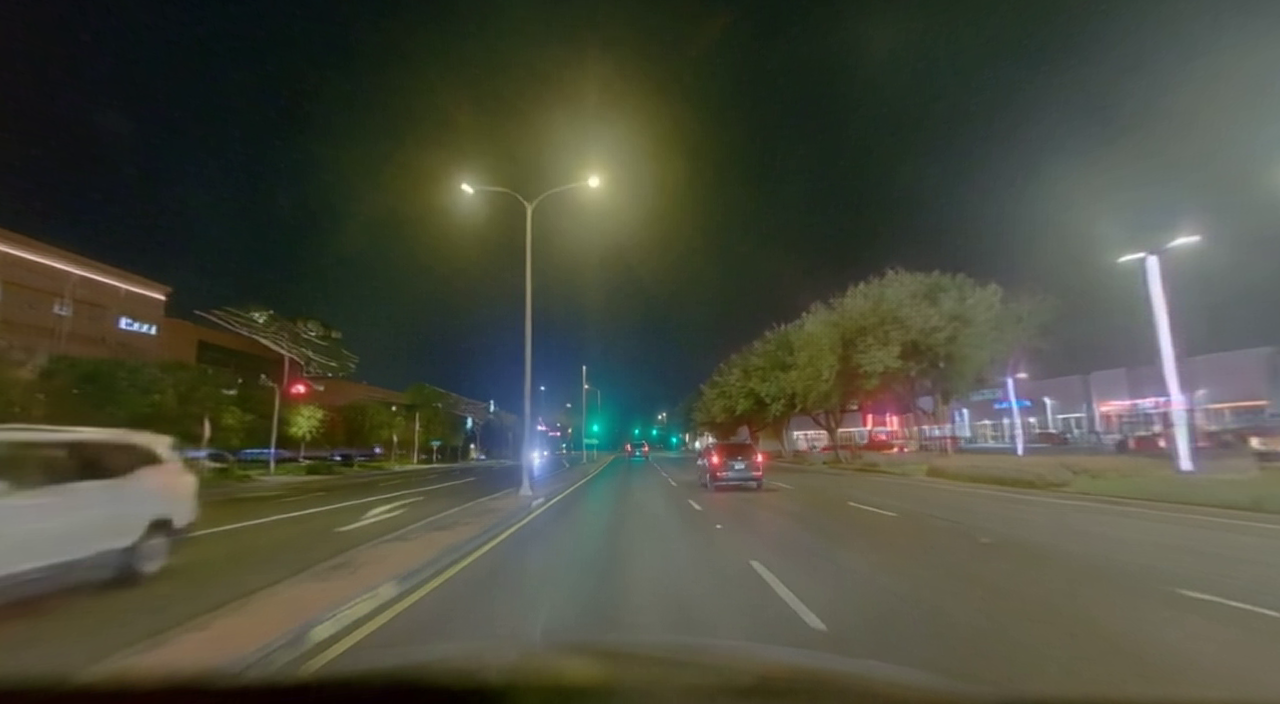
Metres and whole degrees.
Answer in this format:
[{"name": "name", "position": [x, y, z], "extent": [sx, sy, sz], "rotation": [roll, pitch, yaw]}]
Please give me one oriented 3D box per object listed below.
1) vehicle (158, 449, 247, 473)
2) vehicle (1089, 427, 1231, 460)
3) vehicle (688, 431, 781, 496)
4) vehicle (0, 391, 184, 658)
[{"name": "vehicle", "position": [-30.080, 7.470, 43.488], "extent": [4.656, 1.508, 1.953], "rotation": [-1, -9, 1]}, {"name": "vehicle", "position": [23.858, 4.252, 29.194], "extent": [1.813, 1.395, 4.616], "rotation": [5, -10, -30]}, {"name": "vehicle", "position": [2.657, 3.245, 18.792], "extent": [1.963, 1.677, 4.229], "rotation": [0, -8, -2]}, {"name": "vehicle", "position": [-5.099, 1.113, 3.862], "extent": [2.134, 1.660, 4.625], "rotation": [0, -9, -14]}]
